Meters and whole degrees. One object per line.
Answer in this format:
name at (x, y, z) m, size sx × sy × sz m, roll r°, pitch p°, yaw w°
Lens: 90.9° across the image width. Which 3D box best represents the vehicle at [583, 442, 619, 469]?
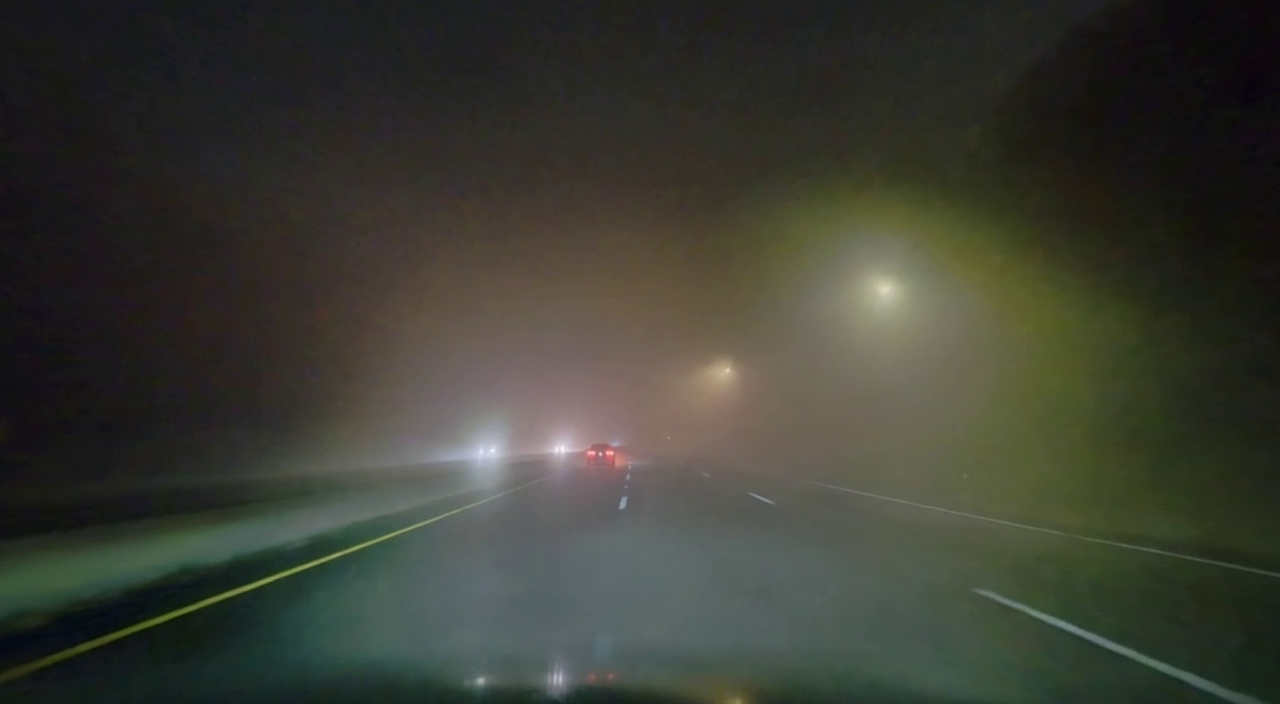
vehicle at (-2.264, 6.162, 37.691) m, size 1.991 × 1.475 × 4.302 m, roll 0°, pitch -8°, yaw -1°
